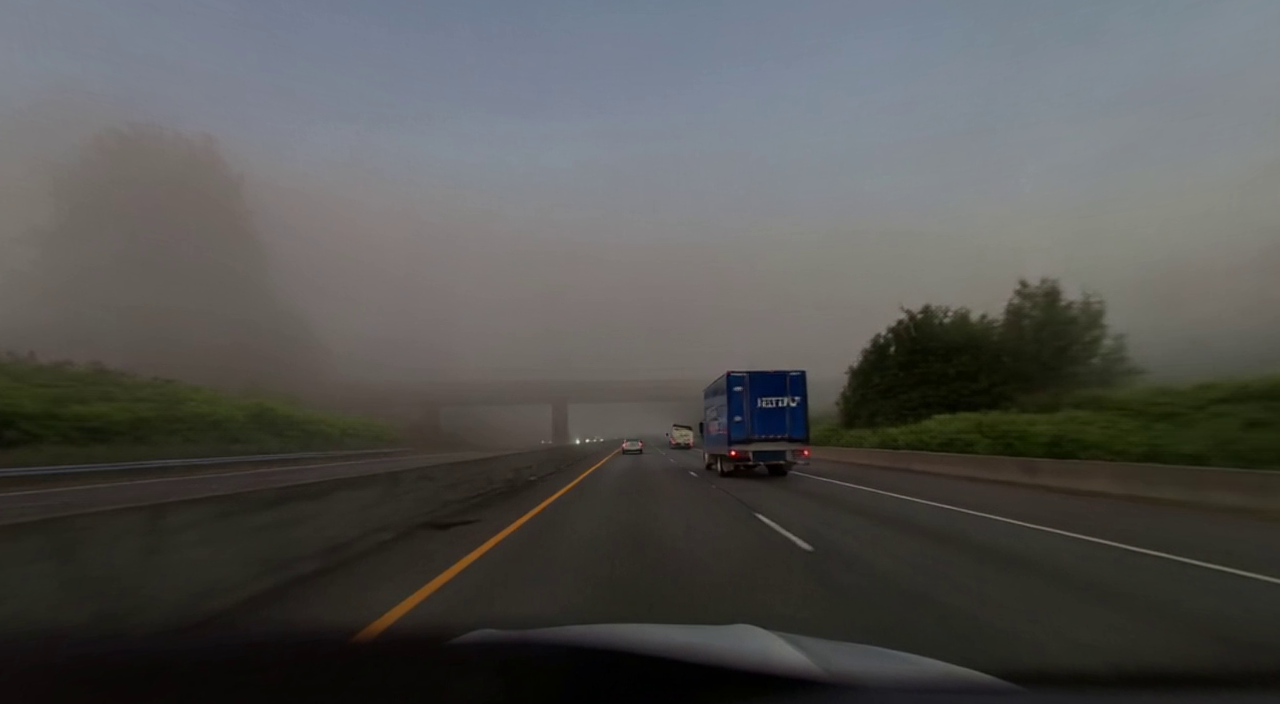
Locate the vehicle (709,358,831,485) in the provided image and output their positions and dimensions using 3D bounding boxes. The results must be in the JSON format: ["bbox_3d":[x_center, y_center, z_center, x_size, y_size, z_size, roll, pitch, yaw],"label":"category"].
[{"bbox_3d":[3.748,2.080,18.878,2.913,3.491,2.811,0,-7,-1],"label":"vehicle"}]

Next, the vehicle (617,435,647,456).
[{"bbox_3d":[-0.555,6.457,43.703,1.996,1.325,4.029,0,-7,0],"label":"vehicle"}]
